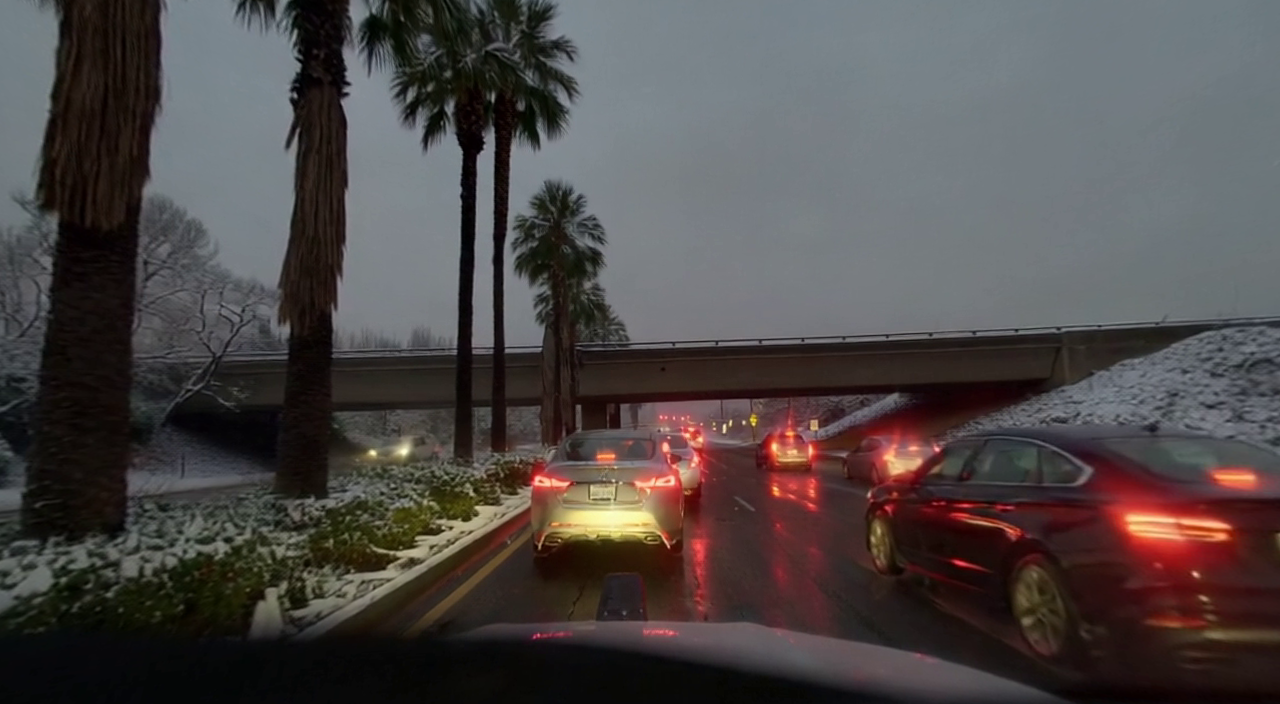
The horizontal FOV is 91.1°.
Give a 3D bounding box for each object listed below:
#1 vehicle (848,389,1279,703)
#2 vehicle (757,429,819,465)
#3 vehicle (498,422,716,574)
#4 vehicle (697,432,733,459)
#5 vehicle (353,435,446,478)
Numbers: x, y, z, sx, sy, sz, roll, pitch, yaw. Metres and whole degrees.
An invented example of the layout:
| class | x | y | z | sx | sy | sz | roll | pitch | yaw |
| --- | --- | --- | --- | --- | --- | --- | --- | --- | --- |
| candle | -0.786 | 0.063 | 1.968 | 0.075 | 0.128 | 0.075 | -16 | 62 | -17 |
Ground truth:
| class | x | y | z | sx | sy | sz | roll | pitch | yaw |
| --- | --- | --- | --- | --- | --- | --- | --- | --- | --- |
| vehicle | 3.422 | 1.261 | 4.902 | 2.034 | 1.517 | 4.840 | 0 | -8 | 1 |
| vehicle | 8.047 | 5.247 | 34.670 | 2.242 | 1.817 | 4.837 | 0 | -8 | 0 |
| vehicle | -0.270 | 1.758 | 8.347 | 2.172 | 1.506 | 4.018 | 0 | -8 | 2 |
| vehicle | 5.050 | 6.384 | 42.895 | 1.947 | 1.716 | 4.110 | 0 | -8 | 0 |
| vehicle | -12.085 | 5.262 | 32.041 | 2.386 | 1.943 | 5.700 | -1 | -8 | 1 |
